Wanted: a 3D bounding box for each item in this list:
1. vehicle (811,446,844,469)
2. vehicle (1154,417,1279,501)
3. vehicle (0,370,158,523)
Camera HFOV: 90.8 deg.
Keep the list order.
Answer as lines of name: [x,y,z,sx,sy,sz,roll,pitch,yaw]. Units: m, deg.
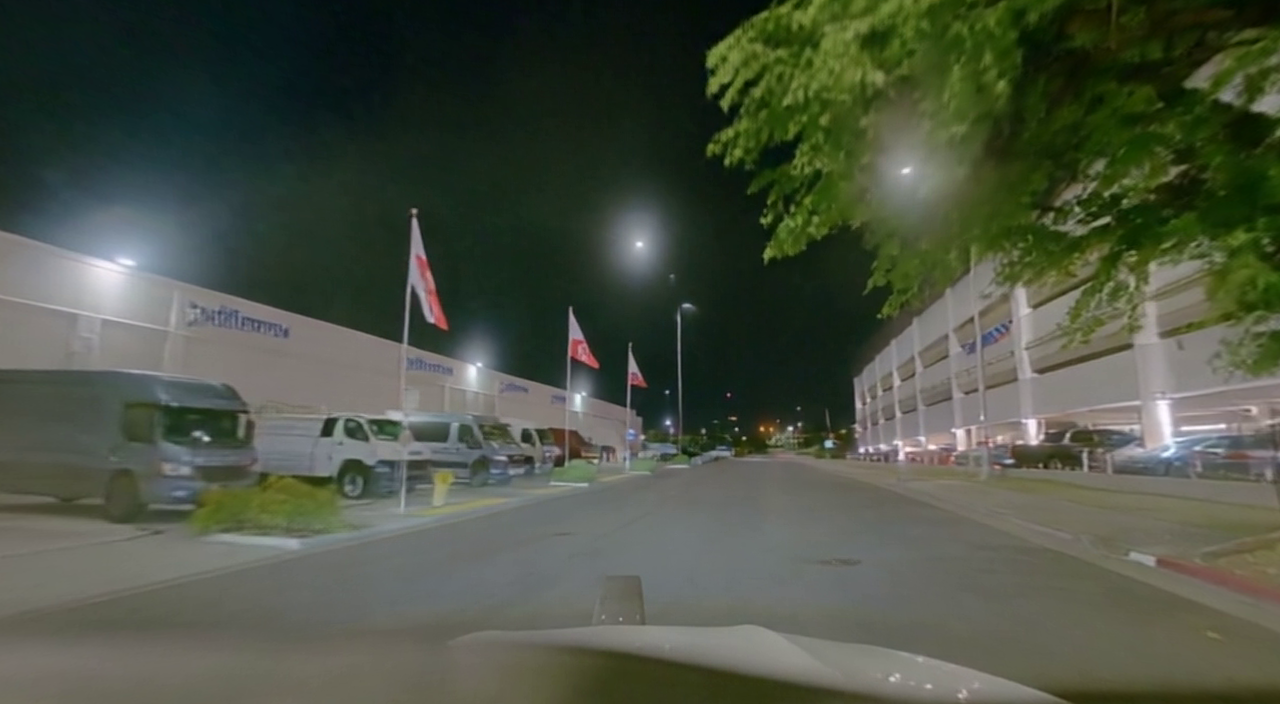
vehicle: [14.381,8.112,48.658,2.026,1.659,4.314,-2,-8,11]
vehicle: [14.737,2.407,14.483,4.766,1.676,2.167,3,-9,-17]
vehicle: [-11.917,1.519,10.575,6.632,2.126,2.228,-2,-7,13]
